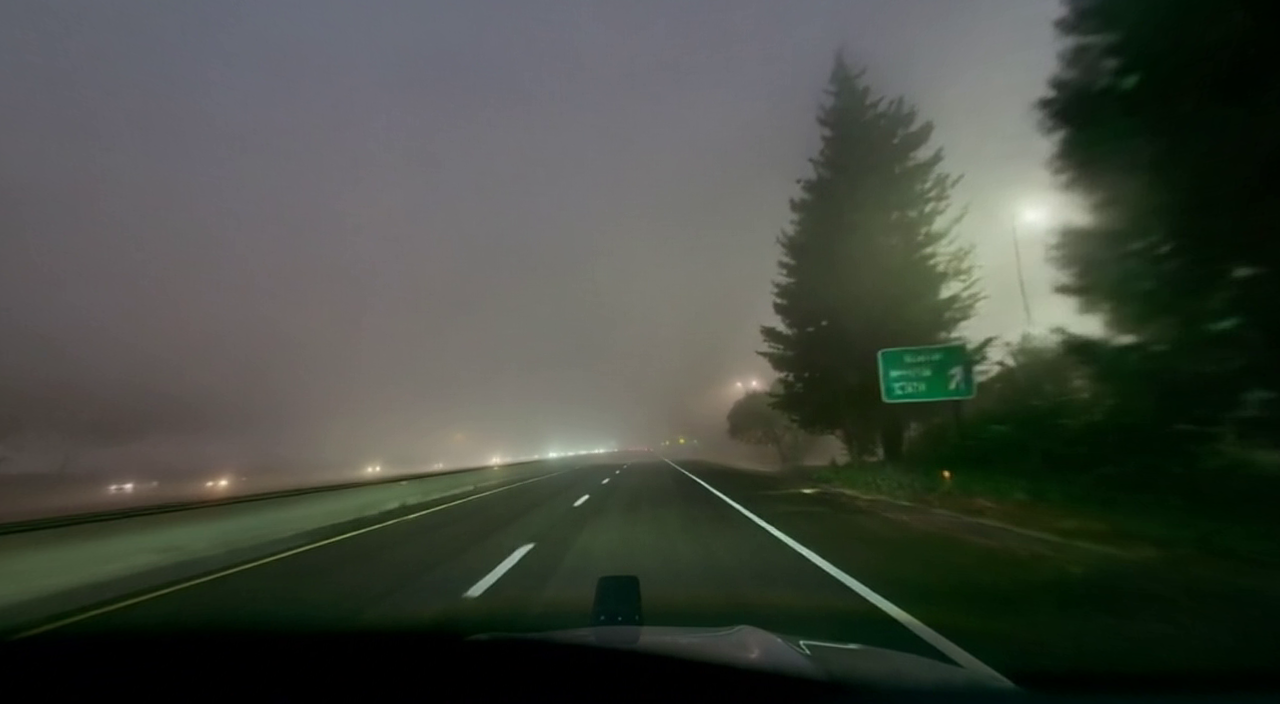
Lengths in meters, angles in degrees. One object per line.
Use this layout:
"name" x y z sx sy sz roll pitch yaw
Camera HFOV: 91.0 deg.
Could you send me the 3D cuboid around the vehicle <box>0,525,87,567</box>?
"vehicle" -30.841 9.708 31.577 1.775 1.530 4.579 -2 -10 3
